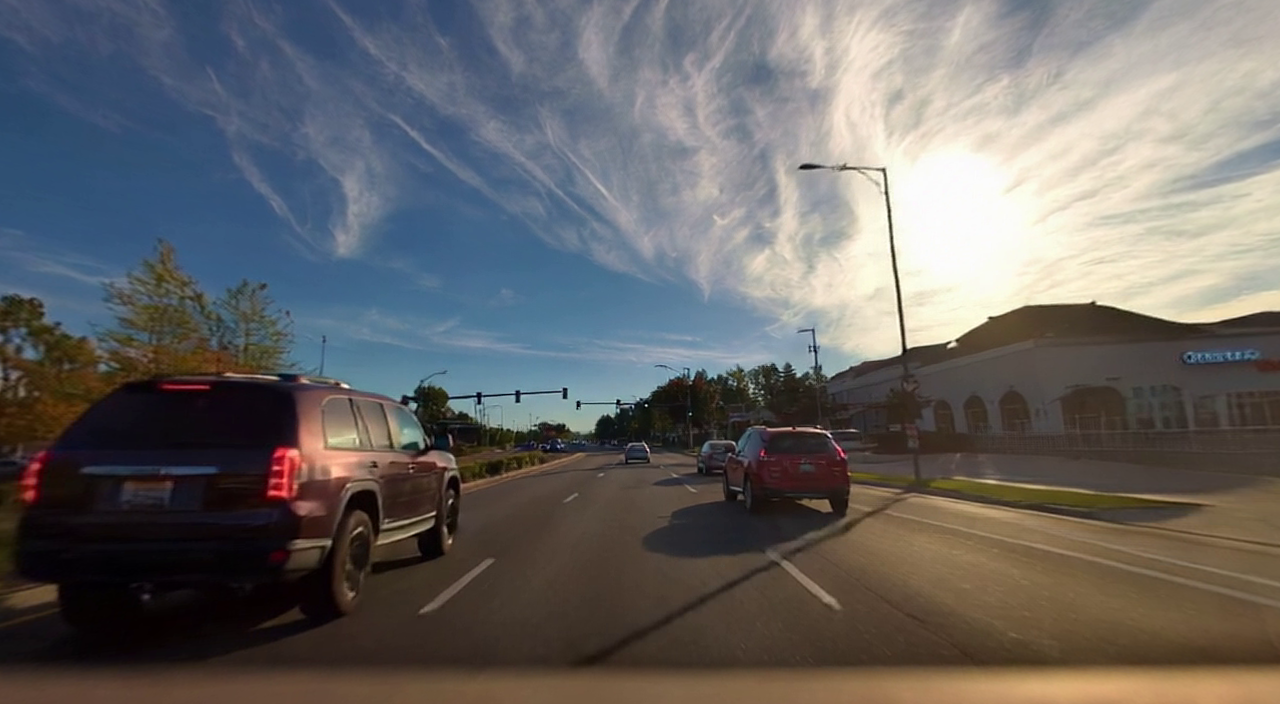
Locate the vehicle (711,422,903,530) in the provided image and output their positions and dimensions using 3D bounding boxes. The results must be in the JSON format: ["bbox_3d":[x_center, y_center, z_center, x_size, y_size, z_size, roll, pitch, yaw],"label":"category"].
[{"bbox_3d":[2.759,2.199,11.833,2.174,1.596,4.779,0,-8,-1],"label":"vehicle"}]

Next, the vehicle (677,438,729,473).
[{"bbox_3d":[2.868,4.811,29.607,1.842,1.480,4.155,0,-8,-2],"label":"vehicle"}]

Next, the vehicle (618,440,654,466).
[{"bbox_3d":[-0.280,6.100,38.127,2.008,1.464,4.052,0,-8,-1],"label":"vehicle"}]

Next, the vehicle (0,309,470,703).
[{"bbox_3d":[-3.357,1.172,5.840,2.368,2.037,5.319,0,-9,-4],"label":"vehicle"}]

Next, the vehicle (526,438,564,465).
[{"bbox_3d":[-6.787,7.130,45.472,2.136,1.837,4.669,0,-8,-2],"label":"vehicle"}]
